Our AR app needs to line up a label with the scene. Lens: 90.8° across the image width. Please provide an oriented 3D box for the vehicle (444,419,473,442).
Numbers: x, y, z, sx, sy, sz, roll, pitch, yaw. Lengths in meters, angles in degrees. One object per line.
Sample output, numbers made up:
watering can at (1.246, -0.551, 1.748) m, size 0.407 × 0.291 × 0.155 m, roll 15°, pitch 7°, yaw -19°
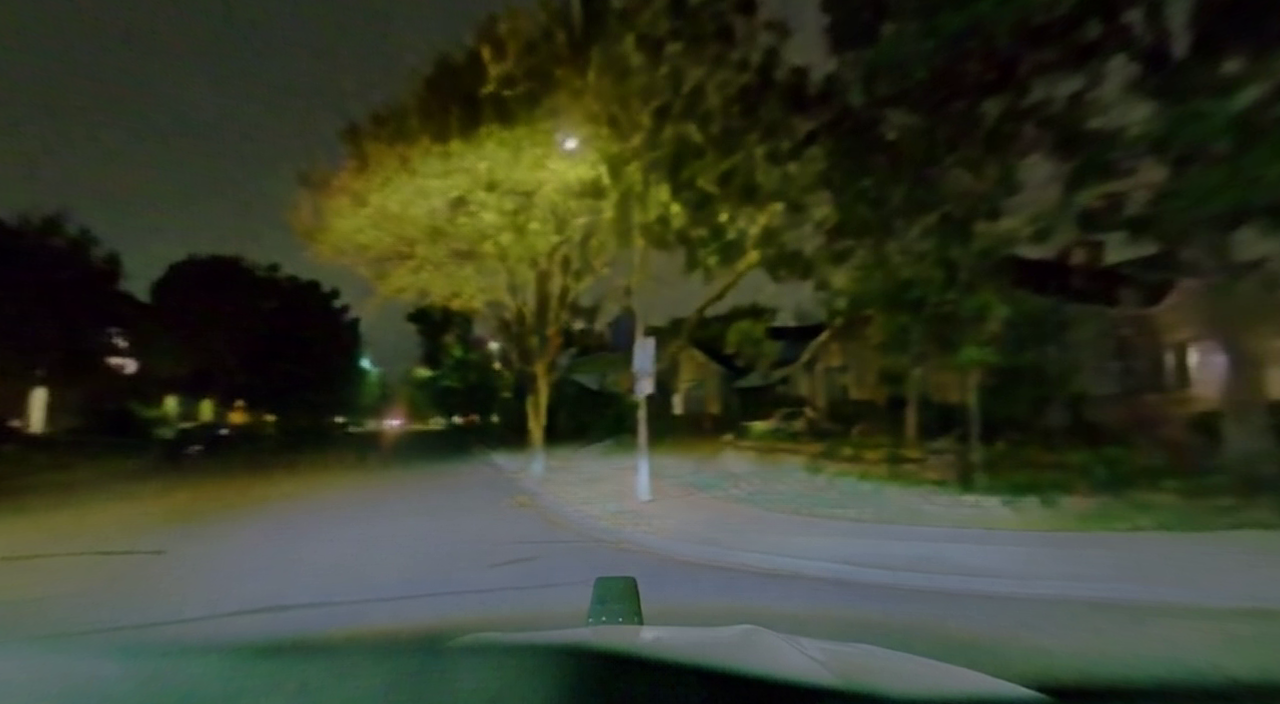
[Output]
vehicle at (-14.209, 6.172, 49.462) m, size 2.018 × 1.665 × 4.226 m, roll 2°, pitch -8°, yaw -16°

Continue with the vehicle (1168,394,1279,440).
vehicle at (21.240, 2.271, 21.559) m, size 1.855 × 1.470 × 4.531 m, roll 2°, pitch -8°, yaw -16°

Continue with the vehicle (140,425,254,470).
vehicle at (-16.307, 3.524, 23.557) m, size 1.954 × 1.490 × 4.292 m, roll 2°, pitch -8°, yaw -13°
